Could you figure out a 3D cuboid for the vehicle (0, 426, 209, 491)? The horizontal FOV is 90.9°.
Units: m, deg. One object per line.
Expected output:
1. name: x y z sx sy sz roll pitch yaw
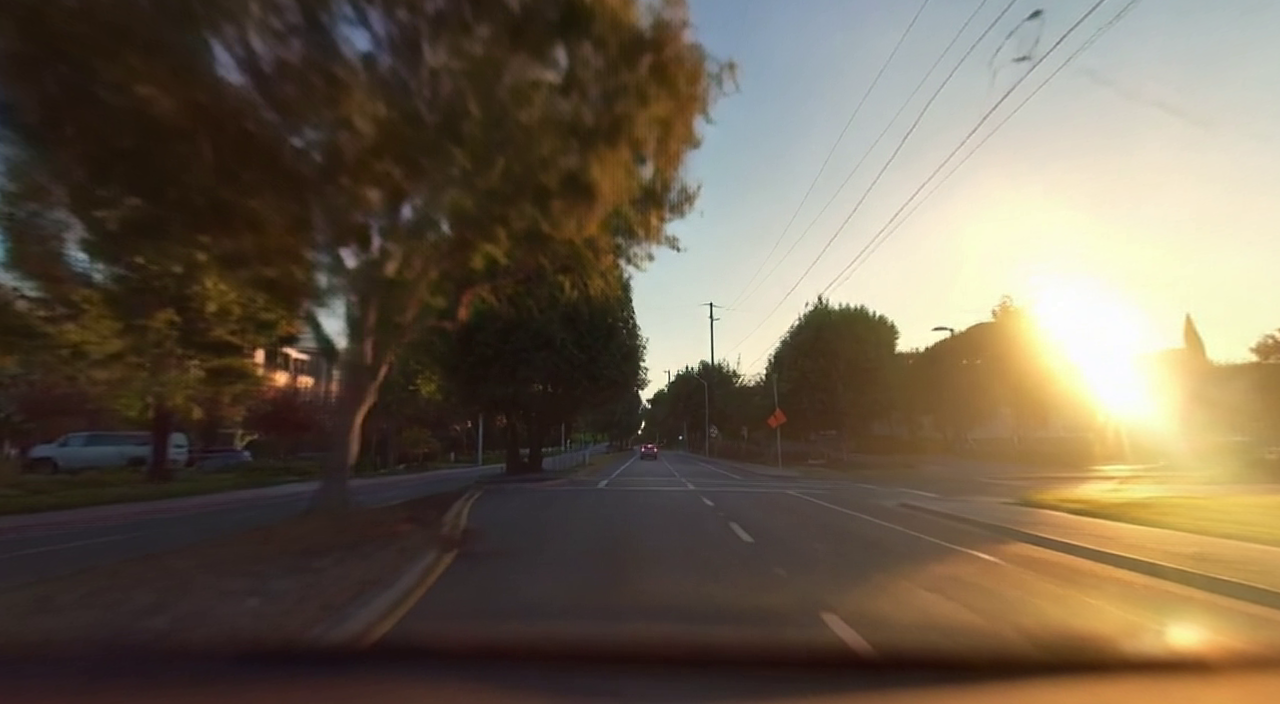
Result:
1. vehicle: -23.152 4.624 27.526 6.364 2.595 2.828 0 -9 -3
